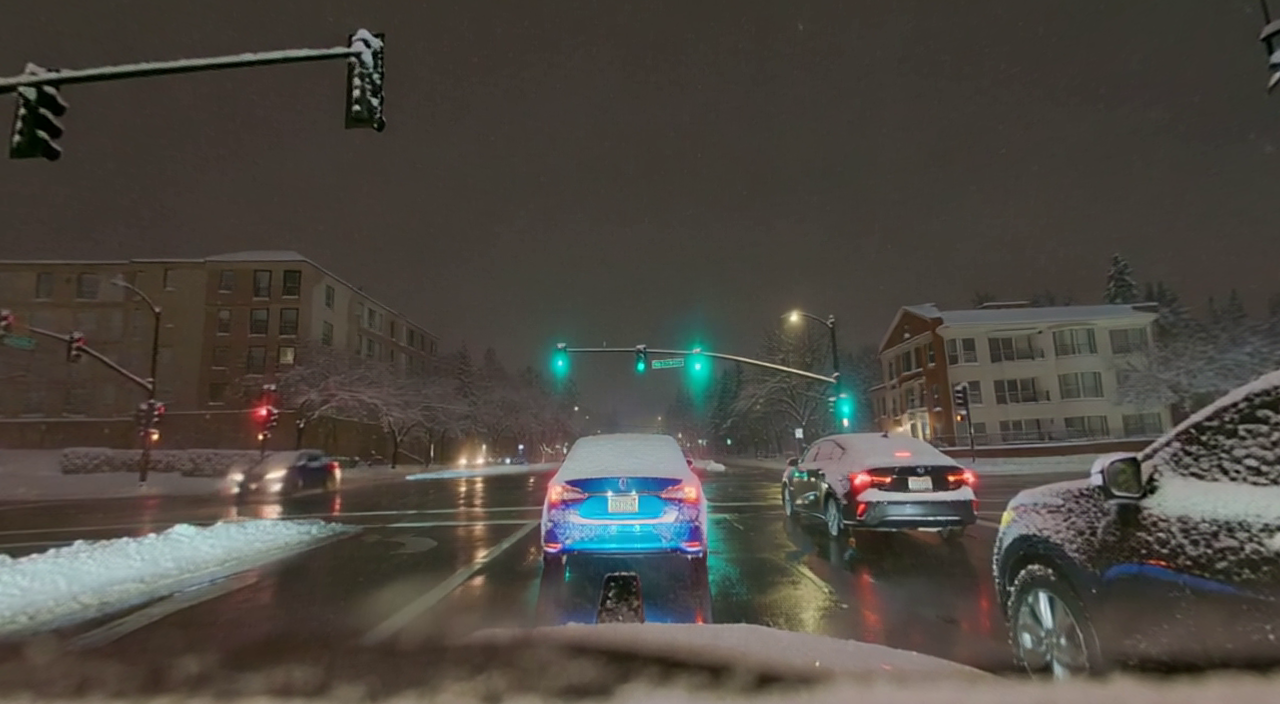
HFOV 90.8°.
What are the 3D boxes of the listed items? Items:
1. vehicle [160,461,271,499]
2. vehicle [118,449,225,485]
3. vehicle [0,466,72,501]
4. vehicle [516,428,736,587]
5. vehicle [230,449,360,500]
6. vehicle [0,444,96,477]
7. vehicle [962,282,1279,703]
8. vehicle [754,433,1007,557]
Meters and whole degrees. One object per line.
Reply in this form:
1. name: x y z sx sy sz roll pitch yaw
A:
1. vehicle: -19.098 5.754 28.697 1.942 1.453 4.448 0 -9 0
2. vehicle: -27.508 6.744 37.349 2.300 1.932 5.056 -1 -8 2
3. vehicle: -28.022 6.067 29.440 1.972 1.433 4.324 8 -12 -39
4. vehicle: -0.150 1.778 8.052 2.095 1.502 3.873 0 -8 0
5. vehicle: -11.640 4.136 21.743 1.887 1.516 4.524 0 -8 0
6. vehicle: -35.841 6.410 37.606 2.145 1.797 5.198 -1 -9 1
7. vehicle: 3.003 0.631 1.605 2.047 1.785 4.357 0 -8 0
8. vehicle: 3.212 1.999 9.627 2.009 1.414 4.416 0 -8 -2
